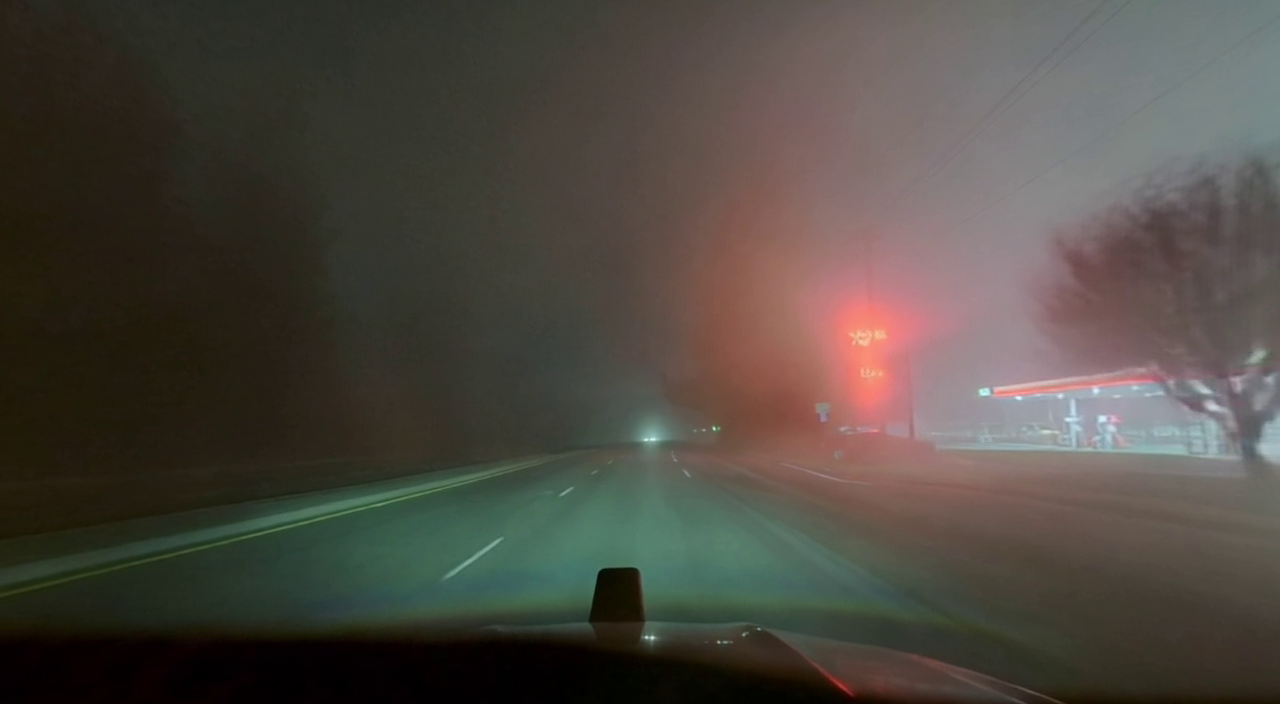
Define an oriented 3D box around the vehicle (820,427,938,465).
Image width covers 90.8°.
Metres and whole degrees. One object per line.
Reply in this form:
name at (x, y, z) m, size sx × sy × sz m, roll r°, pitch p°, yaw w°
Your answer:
vehicle at (10.685, 4.237, 28.477) m, size 4.476 × 1.629 × 1.953 m, roll 0°, pitch -8°, yaw 0°
